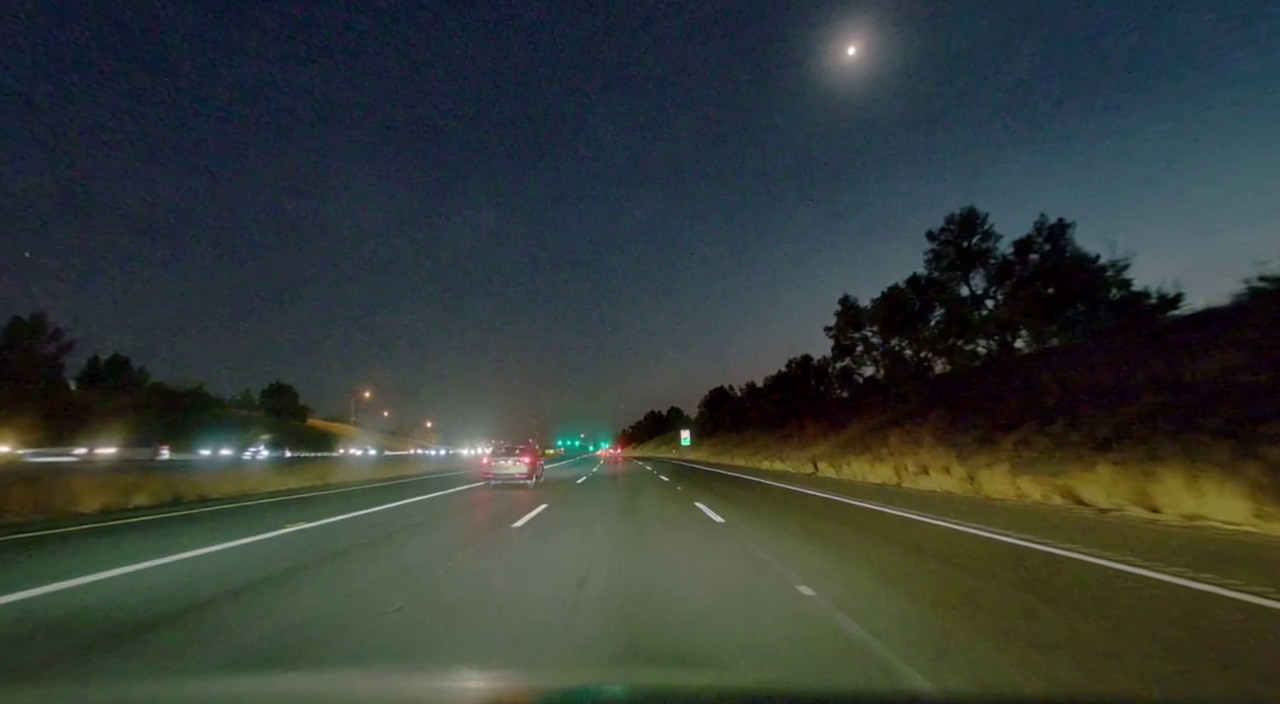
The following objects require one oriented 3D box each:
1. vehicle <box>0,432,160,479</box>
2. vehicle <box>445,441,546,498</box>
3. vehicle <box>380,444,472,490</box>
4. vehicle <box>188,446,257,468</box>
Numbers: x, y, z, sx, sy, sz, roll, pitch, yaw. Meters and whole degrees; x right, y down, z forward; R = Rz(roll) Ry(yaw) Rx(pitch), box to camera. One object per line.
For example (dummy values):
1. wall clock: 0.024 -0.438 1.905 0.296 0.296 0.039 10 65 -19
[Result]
1. vehicle: -24.677 4.570 28.083 2.221 1.861 5.703 0 -9 -1
2. vehicle: -4.262 3.541 19.436 2.073 1.516 4.478 0 -9 0
3. vehicle: -7.854 4.245 23.683 2.023 1.519 4.150 0 -9 0
4. vehicle: -29.461 7.397 44.761 1.836 1.450 4.553 0 -9 -2
